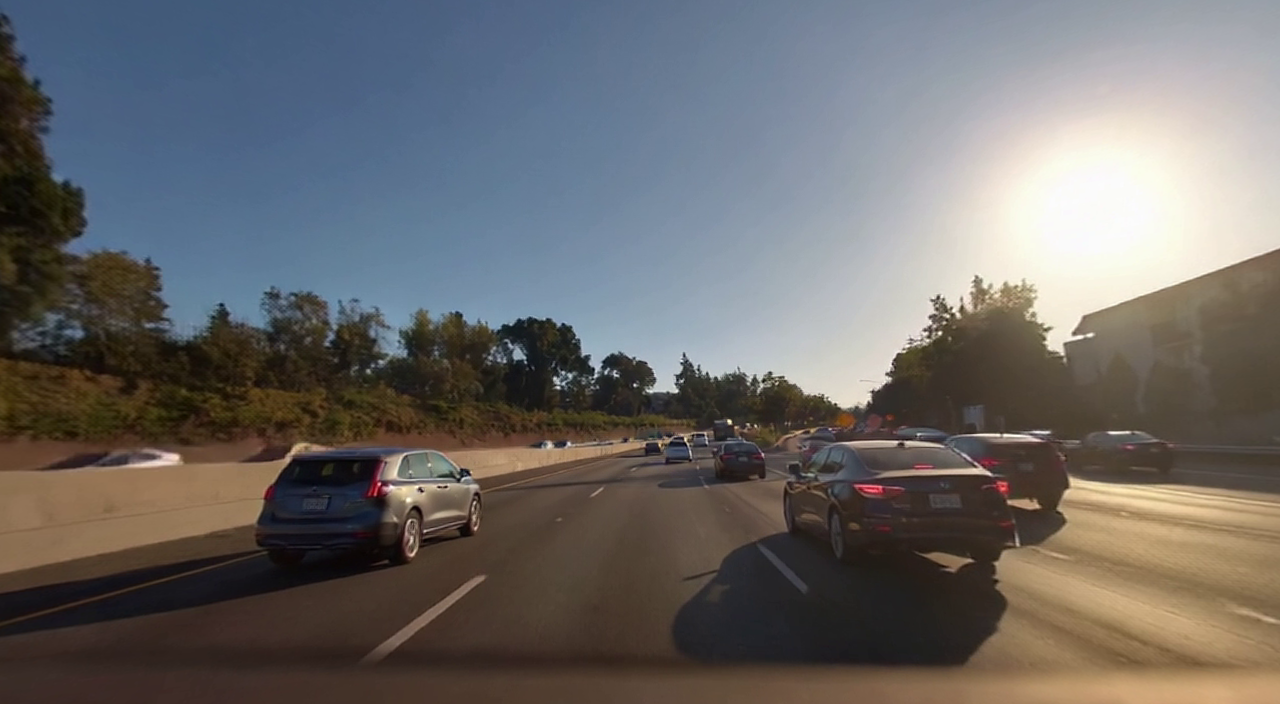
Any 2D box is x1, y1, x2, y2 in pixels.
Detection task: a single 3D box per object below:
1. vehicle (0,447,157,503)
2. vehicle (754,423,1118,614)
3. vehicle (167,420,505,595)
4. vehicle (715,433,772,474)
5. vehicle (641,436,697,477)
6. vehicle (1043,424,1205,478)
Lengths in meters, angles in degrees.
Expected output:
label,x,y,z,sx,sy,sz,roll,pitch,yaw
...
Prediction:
label,x,y,z,sx,sy,sz,roll,pitch,yaw
vehicle,-18.766,3.927,20.595,2.046,1.601,4.578,-1,-9,4
vehicle,2.737,1.664,7.288,2.009,1.489,4.559,0,-9,0
vehicle,-3.241,1.754,7.993,1.937,1.558,4.469,0,-9,2
vehicle,4.587,4.573,28.527,2.076,1.684,4.241,-1,-9,4
vehicle,1.263,4.410,26.762,2.201,1.614,3.803,-1,-9,4
vehicle,15.693,3.269,20.821,1.976,1.548,4.687,-1,-9,6
